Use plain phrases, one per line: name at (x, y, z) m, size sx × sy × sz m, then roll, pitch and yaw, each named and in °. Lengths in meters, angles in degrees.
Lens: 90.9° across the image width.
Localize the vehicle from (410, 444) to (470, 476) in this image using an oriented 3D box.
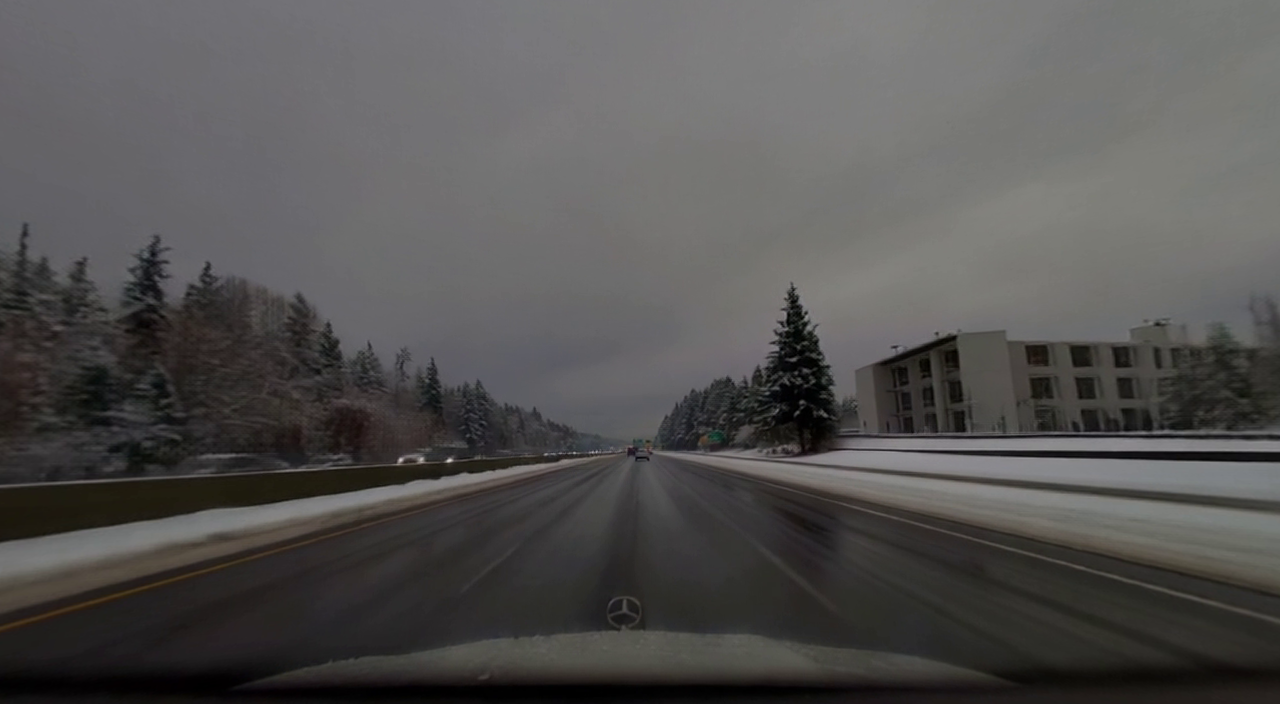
vehicle at (-12.030, 6.536, 38.297) m, size 2.007 × 1.756 × 4.699 m, roll -1°, pitch -9°, yaw 1°

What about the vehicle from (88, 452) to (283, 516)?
vehicle at (-11.954, 3.461, 17.055) m, size 1.922 × 1.458 × 4.410 m, roll 0°, pitch -9°, yaw 1°

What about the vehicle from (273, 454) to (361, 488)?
vehicle at (-15.942, 5.889, 31.407) m, size 2.046 × 1.523 × 4.376 m, roll 0°, pitch -9°, yaw 0°
